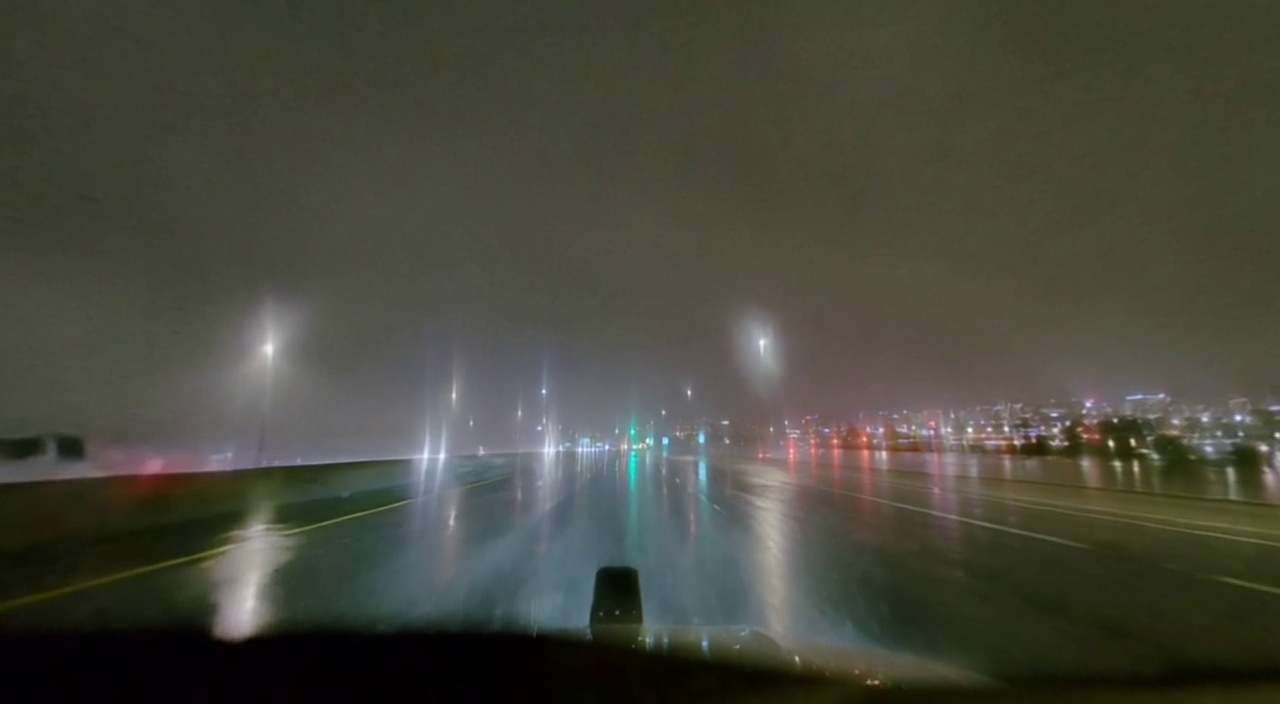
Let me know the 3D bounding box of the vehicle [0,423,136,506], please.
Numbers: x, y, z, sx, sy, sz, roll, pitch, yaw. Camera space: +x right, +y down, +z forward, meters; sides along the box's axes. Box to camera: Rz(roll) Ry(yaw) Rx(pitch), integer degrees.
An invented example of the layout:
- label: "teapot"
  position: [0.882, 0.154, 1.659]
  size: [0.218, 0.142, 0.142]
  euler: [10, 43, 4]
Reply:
- label: "vehicle"
  position: [-15.476, 2.603, 14.659]
  size: [2.475, 1.824, 6.214]
  euler: [-1, -8, -1]
